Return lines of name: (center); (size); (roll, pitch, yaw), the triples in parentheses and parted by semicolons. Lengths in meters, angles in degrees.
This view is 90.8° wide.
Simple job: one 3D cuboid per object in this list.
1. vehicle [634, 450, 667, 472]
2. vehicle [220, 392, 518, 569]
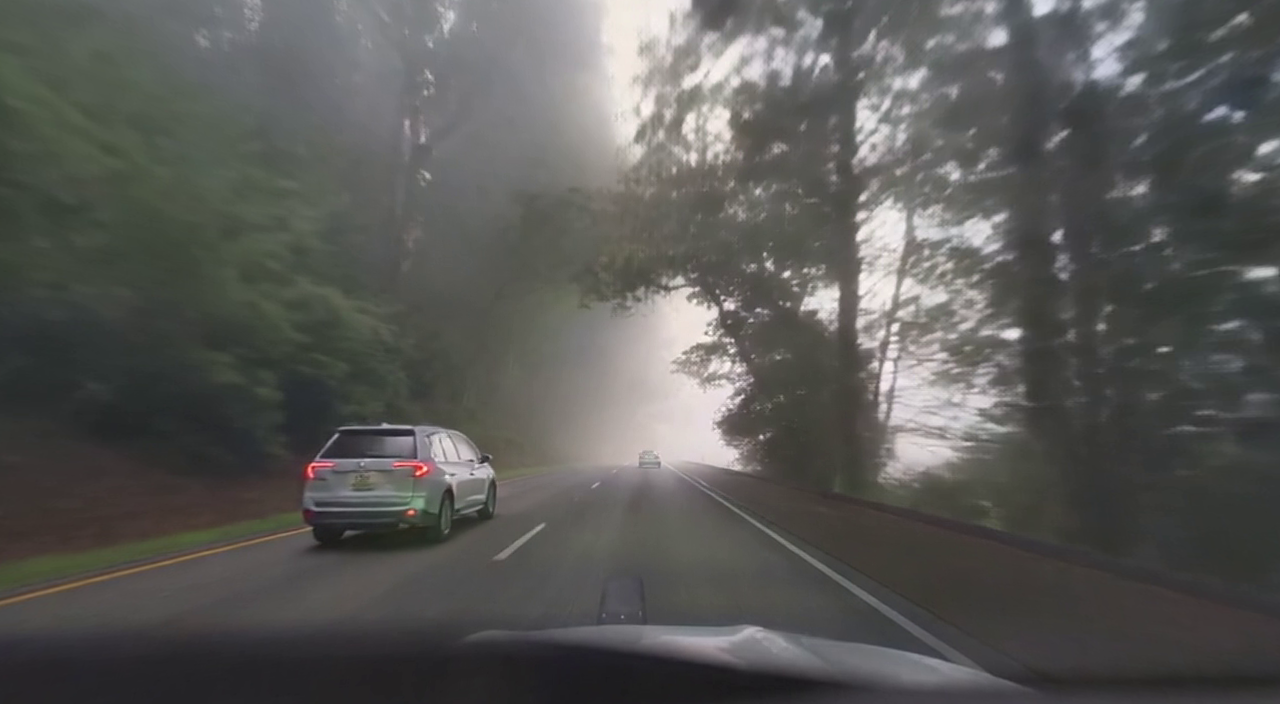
vehicle: (0.653, 7.414, 43.125); (2.046, 1.452, 4.407); (0, -9, -2)
vehicle: (-3.642, 1.865, 9.886); (2.418, 2.049, 4.930); (0, -9, 0)
